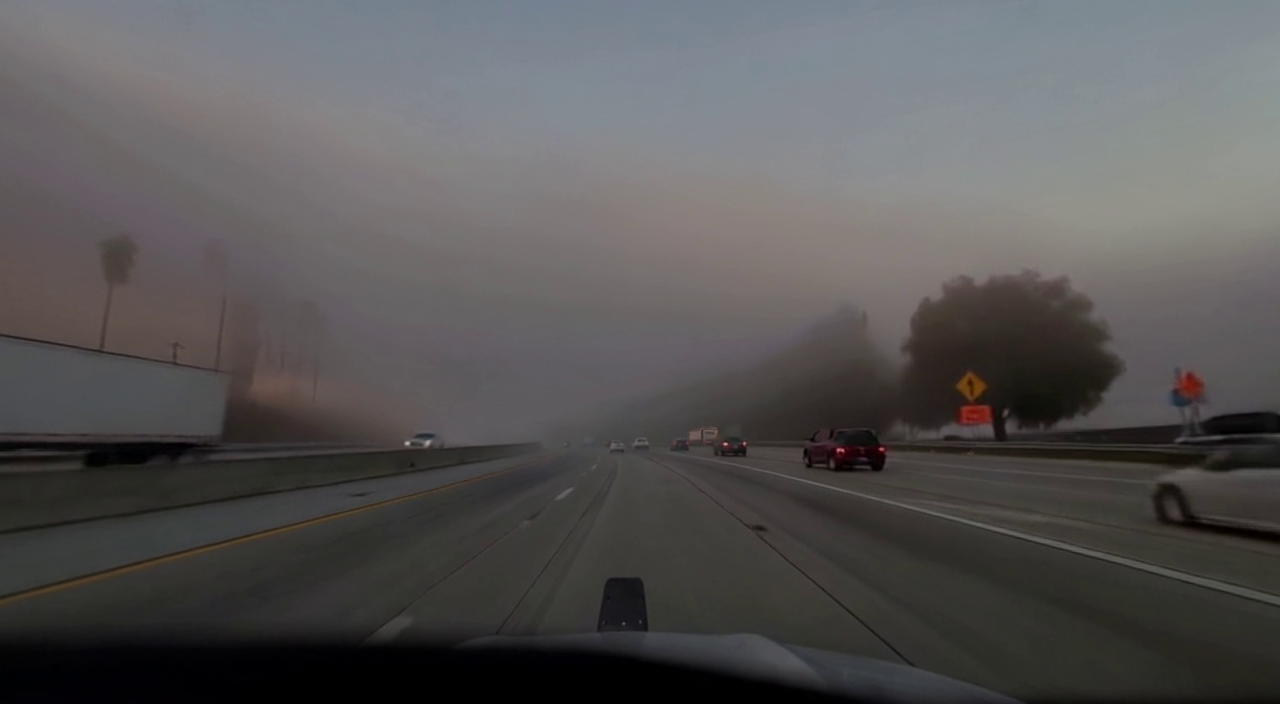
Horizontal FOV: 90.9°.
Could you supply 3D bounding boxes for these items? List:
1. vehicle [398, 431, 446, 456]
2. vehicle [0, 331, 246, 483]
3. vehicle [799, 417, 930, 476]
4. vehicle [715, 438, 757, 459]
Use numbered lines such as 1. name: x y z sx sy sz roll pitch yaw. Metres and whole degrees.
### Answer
1. vehicle: -15.905 6.693 46.293 2.019 1.712 4.612 0 -8 -2
2. vehicle: -19.317 1.942 20.304 2.881 4.181 16.486 0 -8 -1
3. vehicle: 8.479 3.692 24.811 2.622 1.977 6.537 0 -8 -1
4. vehicle: 6.988 7.080 46.275 2.110 1.481 4.511 0 -8 -4
